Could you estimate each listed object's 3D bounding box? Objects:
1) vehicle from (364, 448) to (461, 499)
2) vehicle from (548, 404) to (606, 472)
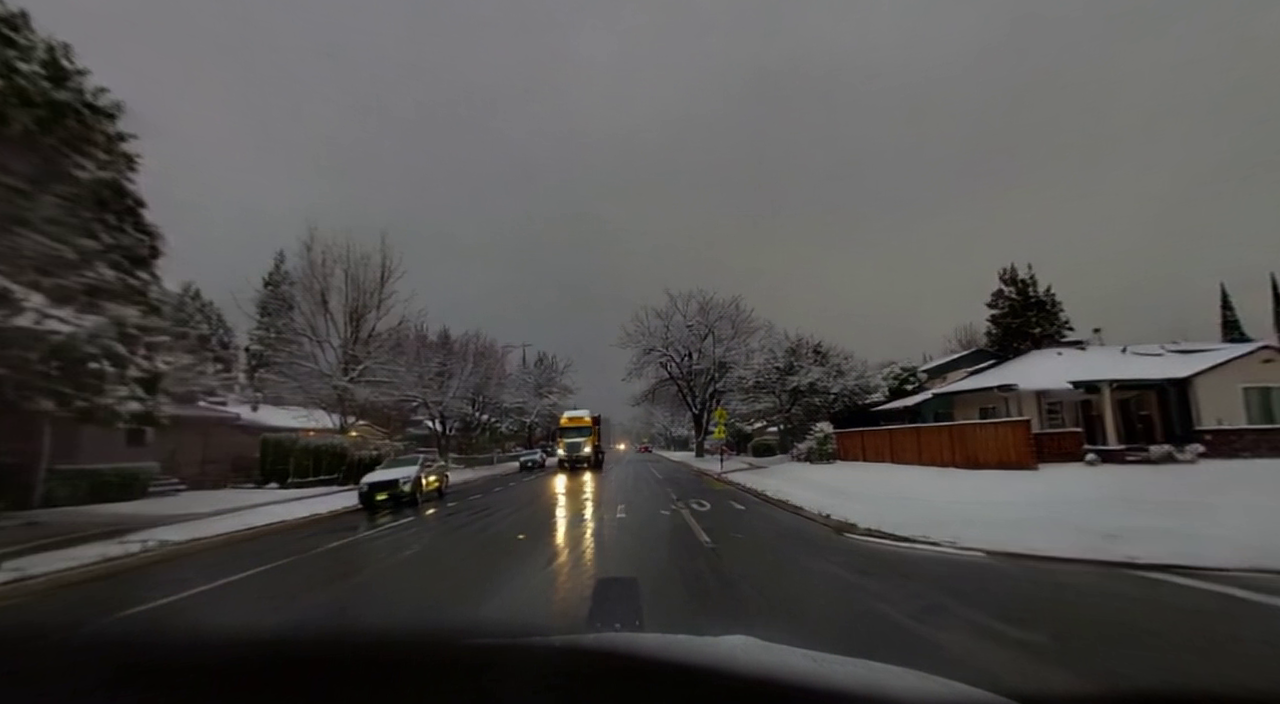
[{"bbox_3d":[-8.944,4.776,25.321,2.119,1.775,4.643,0,-9,0],"label":"vehicle"},{"bbox_3d":[-4.088,6.048,43.823,3.133,4.112,10.695,0,-9,-1],"label":"vehicle"}]
